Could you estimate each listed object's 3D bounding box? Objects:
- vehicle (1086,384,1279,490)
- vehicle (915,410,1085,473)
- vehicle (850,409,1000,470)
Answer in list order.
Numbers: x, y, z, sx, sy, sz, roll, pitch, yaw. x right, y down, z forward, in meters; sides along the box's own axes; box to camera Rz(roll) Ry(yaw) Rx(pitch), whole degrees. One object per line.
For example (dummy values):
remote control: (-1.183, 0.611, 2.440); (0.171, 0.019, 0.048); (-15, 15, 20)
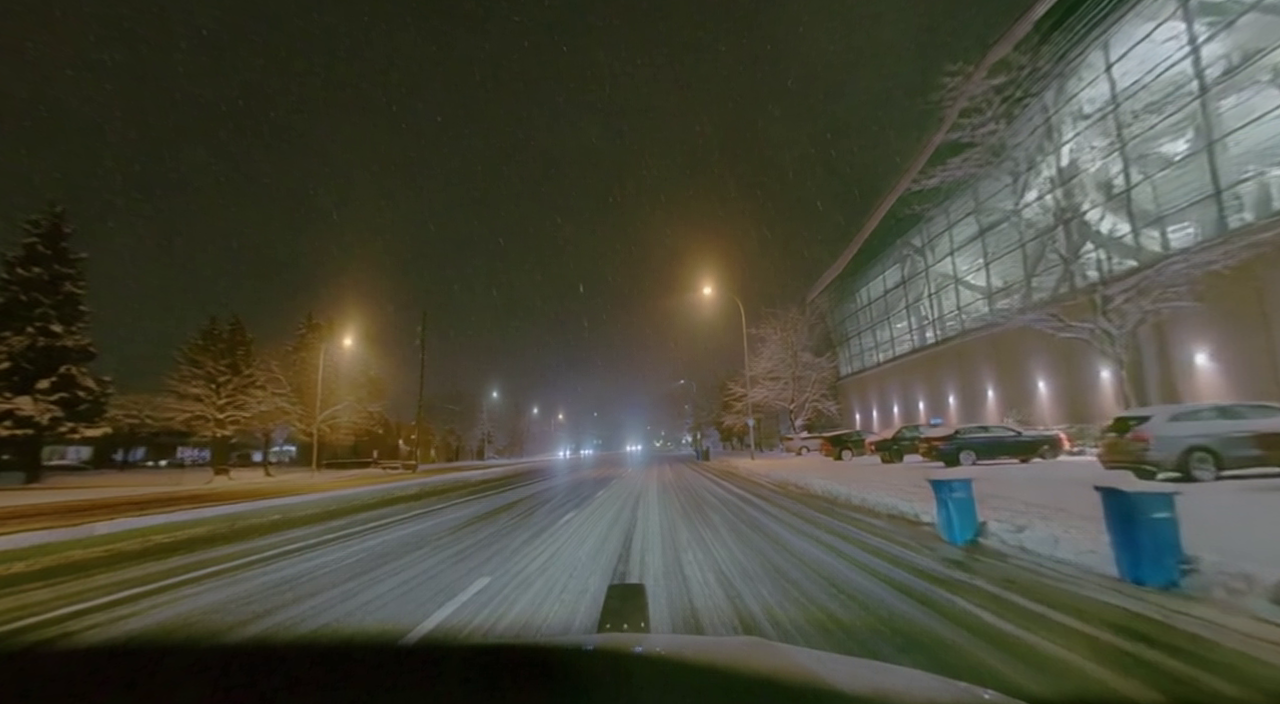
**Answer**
vehicle: (12.265, 1.641, 12.943); (4.572, 1.744, 1.956); (-6, -8, -2)
vehicle: (12.255, 3.092, 21.709); (4.478, 1.578, 1.944); (-7, -9, 2)
vehicle: (12.258, 3.819, 27.389); (5.330, 1.917, 2.001); (-7, -9, 1)
